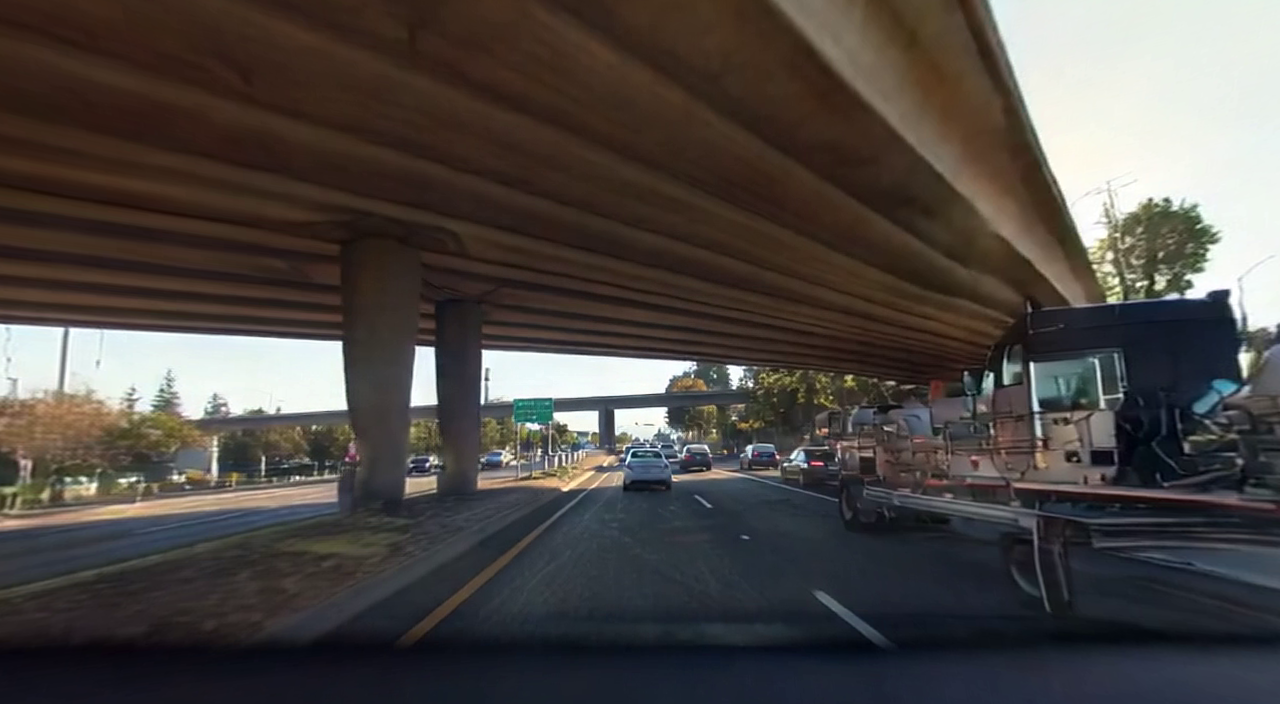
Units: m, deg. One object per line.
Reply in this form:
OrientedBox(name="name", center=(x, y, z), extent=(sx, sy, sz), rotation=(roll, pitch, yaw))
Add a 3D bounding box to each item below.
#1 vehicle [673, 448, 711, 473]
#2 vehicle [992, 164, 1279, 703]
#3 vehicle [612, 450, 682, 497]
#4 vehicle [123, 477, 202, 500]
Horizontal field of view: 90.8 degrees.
OrientedBox(name="vehicle", center=(3.158, 6.735, 39.330), extent=(1.962, 1.431, 4.205), rotation=(0, -9, -1))
OrientedBox(name="vehicle", center=(3.301, 0.438, 1.037), extent=(2.588, 2.321, 4.927), rotation=(0, -9, 1))
OrientedBox(name="vehicle", center=(0.189, 3.815, 20.244), extent=(2.027, 1.341, 3.775), rotation=(0, -8, 0))
OrientedBox(name="vehicle", center=(-32.778, 9.358, 43.413), extent=(3.907, 1.435, 1.765), rotation=(0, -9, -2))
